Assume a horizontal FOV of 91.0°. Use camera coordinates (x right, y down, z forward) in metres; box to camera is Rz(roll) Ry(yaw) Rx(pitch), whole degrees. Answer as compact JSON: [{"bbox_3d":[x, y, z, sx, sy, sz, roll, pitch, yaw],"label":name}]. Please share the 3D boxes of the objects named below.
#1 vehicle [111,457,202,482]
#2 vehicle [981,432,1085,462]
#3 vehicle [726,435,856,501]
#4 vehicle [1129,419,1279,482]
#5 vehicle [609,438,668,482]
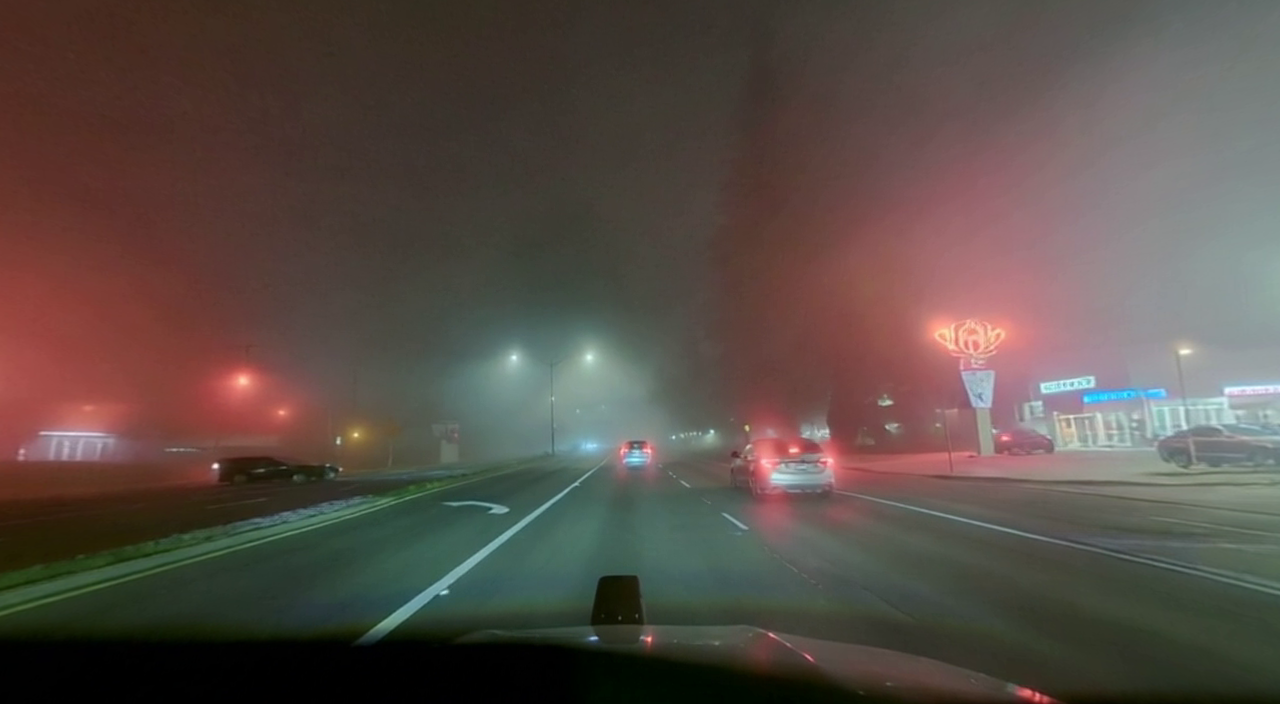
[{"bbox_3d":[-29.870,7.249,38.960,4.155,1.486,1.706,0,-8,-2],"label":"vehicle"},{"bbox_3d":[20.505,4.954,32.957,4.296,1.496,1.891,1,-9,-8],"label":"vehicle"},{"bbox_3d":[3.758,2.990,16.677,2.153,1.456,4.705,0,-9,-2],"label":"vehicle"},{"bbox_3d":[20.465,3.416,22.096,4.697,1.832,2.092,-4,-9,-1],"label":"vehicle"},{"bbox_3d":[-0.087,3.947,23.270,1.998,1.452,3.773,0,-9,-1],"label":"vehicle"}]
